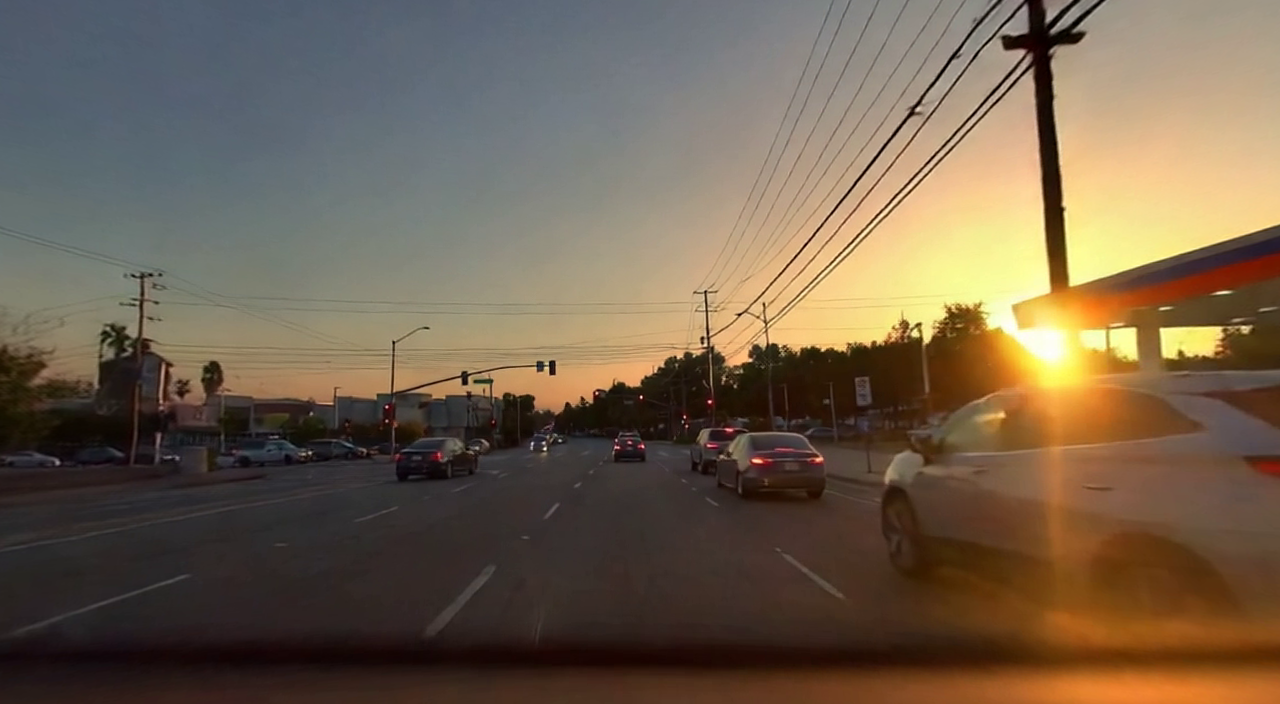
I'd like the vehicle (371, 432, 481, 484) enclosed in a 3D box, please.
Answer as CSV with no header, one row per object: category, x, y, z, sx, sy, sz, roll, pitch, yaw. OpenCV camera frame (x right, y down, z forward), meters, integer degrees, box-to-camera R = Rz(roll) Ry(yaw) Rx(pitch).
vehicle,-6.683,3.330,20.285,2.075,1.470,4.190,0,-8,0

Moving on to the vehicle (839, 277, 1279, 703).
vehicle,3.205,0.903,3.961,2.124,1.824,4.973,0,-8,-2

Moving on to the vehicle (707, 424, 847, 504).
vehicle,2.816,2.413,14.115,1.945,1.470,4.363,0,-8,-3

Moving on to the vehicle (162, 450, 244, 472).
vehicle,-33.858,8.408,49.029,4.989,1.567,2.075,-1,-8,8

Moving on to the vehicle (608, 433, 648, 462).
vehicle,-0.685,5.261,35.050,2.065,1.484,3.894,0,-8,-2

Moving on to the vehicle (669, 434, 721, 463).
vehicle,2.853,5.127,33.853,2.208,1.436,4.542,0,-8,-2
